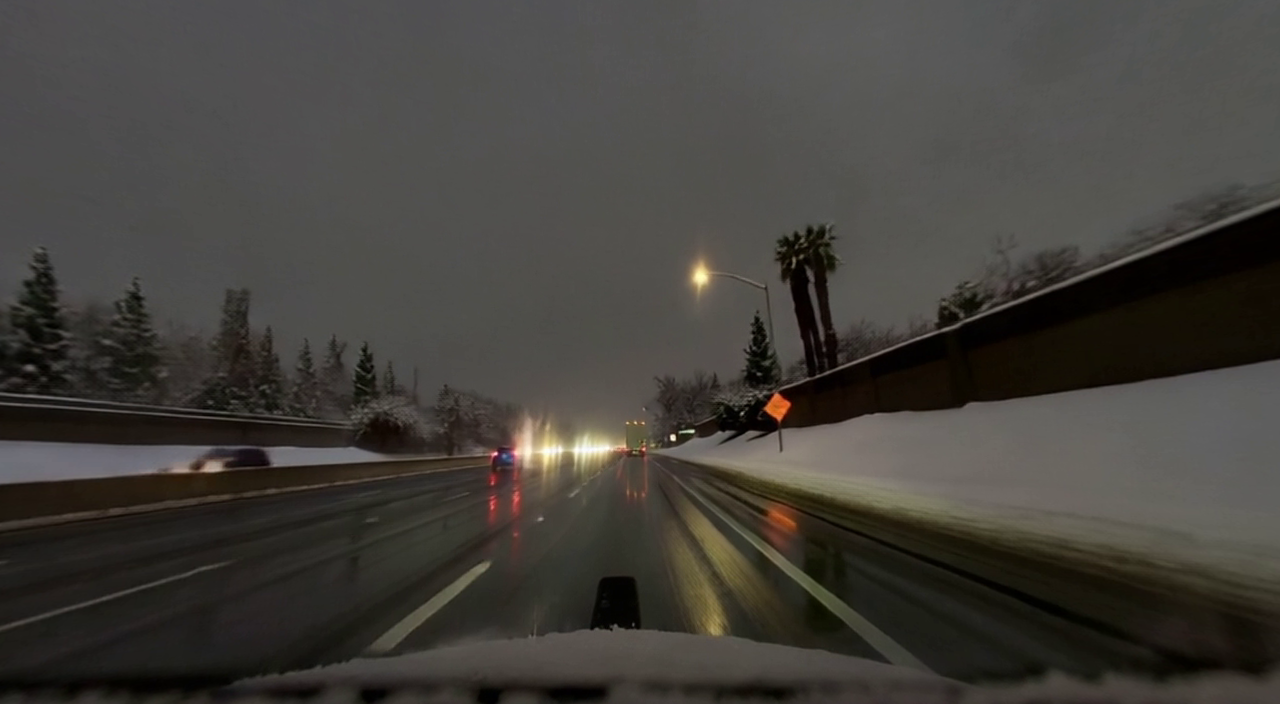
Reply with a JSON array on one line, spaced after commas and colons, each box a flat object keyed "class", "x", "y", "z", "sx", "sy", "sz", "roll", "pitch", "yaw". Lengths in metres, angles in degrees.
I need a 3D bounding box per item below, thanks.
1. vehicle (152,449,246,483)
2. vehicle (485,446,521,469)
[{"class": "vehicle", "x": -22.850, "y": 5.883, "z": 32.947, "sx": 1.894, "sy": 1.619, "sz": 4.181, "roll": 0, "pitch": -9, "yaw": -1}, {"class": "vehicle", "x": -10.594, "y": 8.180, "z": 49.153, "sx": 1.897, "sy": 1.653, "sz": 4.113, "roll": 0, "pitch": -9, "yaw": 0}]
